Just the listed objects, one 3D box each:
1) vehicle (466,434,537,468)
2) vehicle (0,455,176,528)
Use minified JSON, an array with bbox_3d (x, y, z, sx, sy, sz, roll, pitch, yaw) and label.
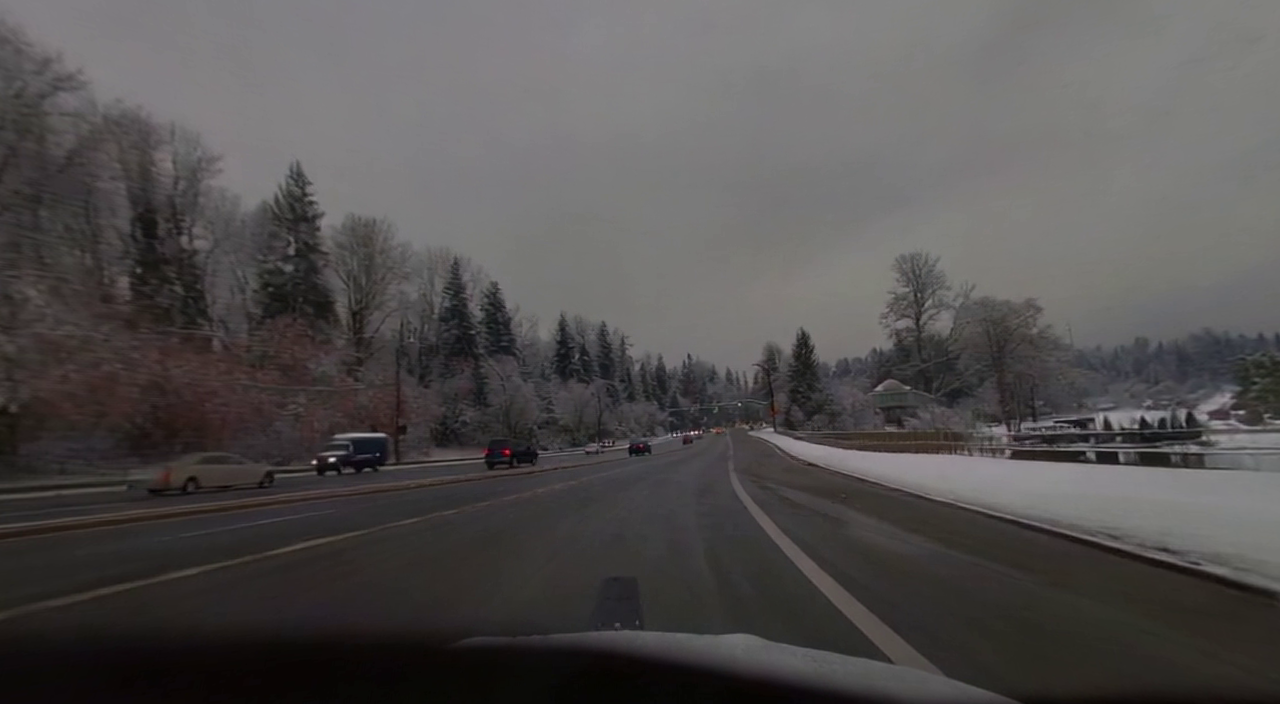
[{"bbox_3d":[-8.752,6.294,40.338,2.368,2.012,5.021,-2,-9,14],"label":"vehicle"},{"bbox_3d":[-14.418,3.356,15.689,1.986,1.500,4.198,-2,-9,14],"label":"vehicle"}]
